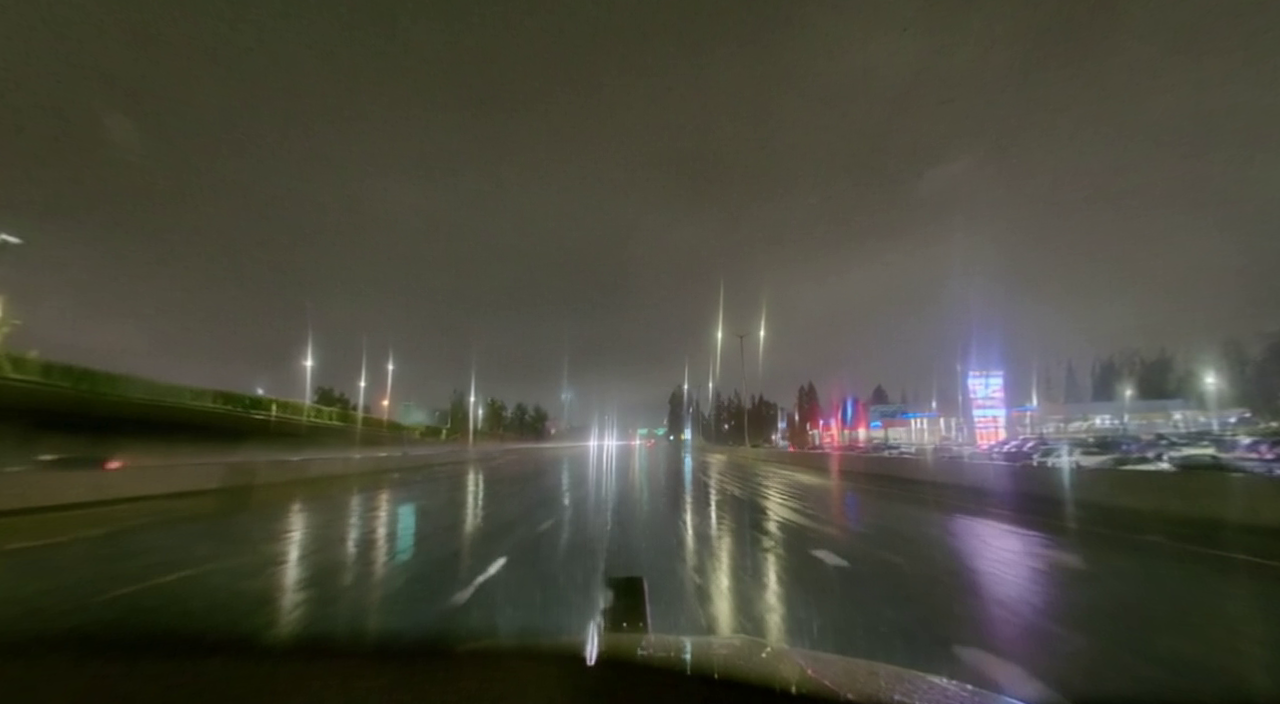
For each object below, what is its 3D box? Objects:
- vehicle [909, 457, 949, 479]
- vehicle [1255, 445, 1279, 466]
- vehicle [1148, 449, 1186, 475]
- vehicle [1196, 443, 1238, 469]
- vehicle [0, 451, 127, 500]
[{"bbox_3d":[20.026,8.019,43.569,1.677,1.342,3.266,-6,-10,38],"label":"vehicle"},{"bbox_3d":[45.646,7.420,45.495,1.650,1.436,3.719,-7,-11,43],"label":"vehicle"},{"bbox_3d":[34.636,7.187,41.408,1.680,1.523,3.951,-7,-10,40],"label":"vehicle"},{"bbox_3d":[42.610,7.661,46.508,4.792,1.577,1.849,4,-11,-45],"label":"vehicle"},{"bbox_3d":[-20.667,4.194,21.788,2.077,1.437,4.430,0,-8,1],"label":"vehicle"}]
